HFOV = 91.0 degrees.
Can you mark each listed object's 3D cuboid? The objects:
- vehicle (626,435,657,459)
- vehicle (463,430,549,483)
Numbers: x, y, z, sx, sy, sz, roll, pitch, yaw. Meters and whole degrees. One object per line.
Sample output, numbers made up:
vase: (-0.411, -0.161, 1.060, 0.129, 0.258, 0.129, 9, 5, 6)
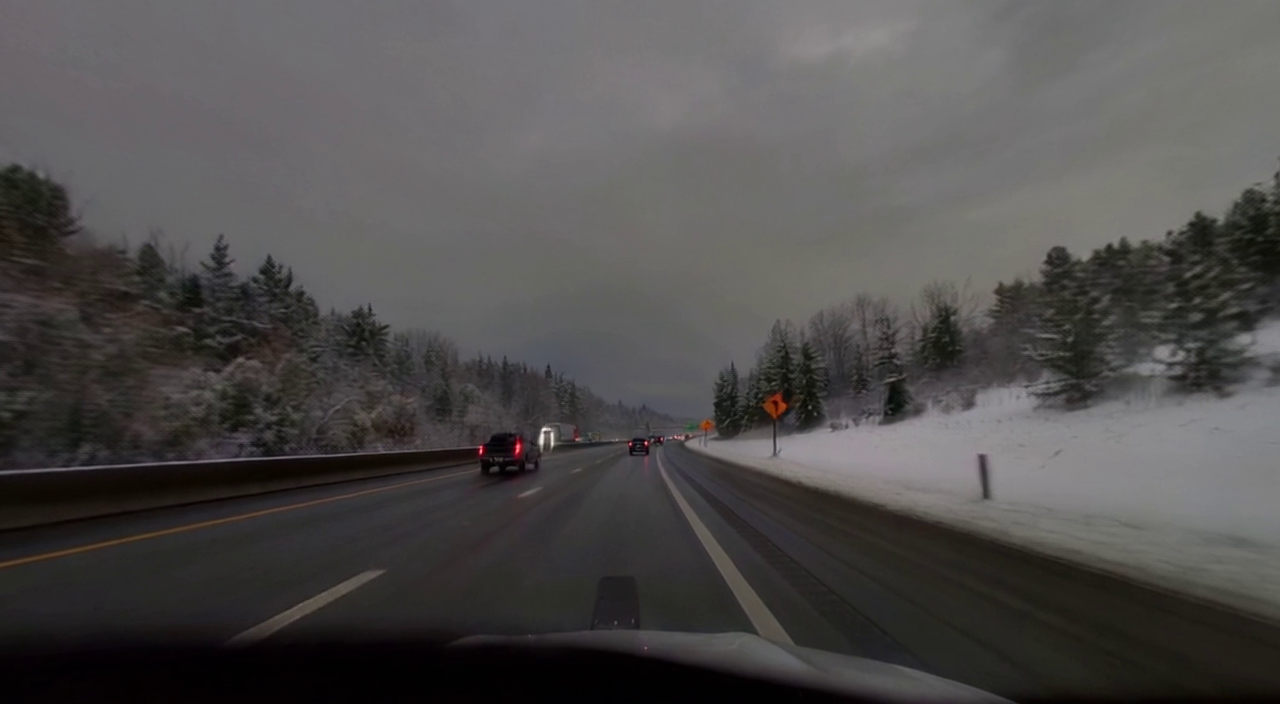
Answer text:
vehicle: (0.073, 6.819, 45.268, 2.146, 1.636, 4.026, 0, -8, 0)
vehicle: (-4.646, 3.695, 22.504, 2.075, 1.653, 4.317, -1, -8, 1)
